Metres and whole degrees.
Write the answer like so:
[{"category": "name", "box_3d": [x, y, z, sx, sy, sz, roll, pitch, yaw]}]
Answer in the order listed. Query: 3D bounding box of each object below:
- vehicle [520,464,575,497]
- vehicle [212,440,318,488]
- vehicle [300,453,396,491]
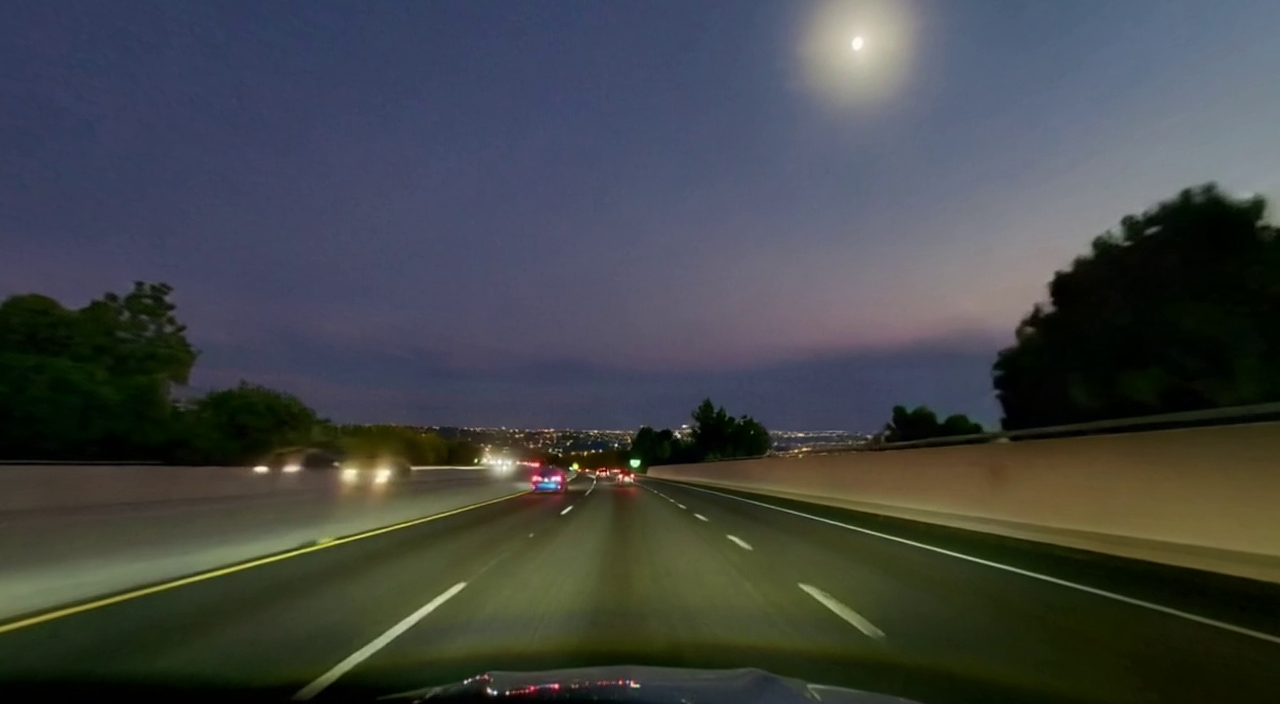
[{"category": "vehicle", "box_3d": [-4.654, 6.595, 32.500, 2.310, 1.521, 4.731, 1, -11, -2]}, {"category": "vehicle", "box_3d": [-16.450, 5.003, 27.952, 1.896, 1.914, 4.519, 1, -11, -1]}, {"category": "vehicle", "box_3d": [-12.626, 5.259, 27.661, 1.971, 1.512, 4.738, 1, -11, -1]}]
